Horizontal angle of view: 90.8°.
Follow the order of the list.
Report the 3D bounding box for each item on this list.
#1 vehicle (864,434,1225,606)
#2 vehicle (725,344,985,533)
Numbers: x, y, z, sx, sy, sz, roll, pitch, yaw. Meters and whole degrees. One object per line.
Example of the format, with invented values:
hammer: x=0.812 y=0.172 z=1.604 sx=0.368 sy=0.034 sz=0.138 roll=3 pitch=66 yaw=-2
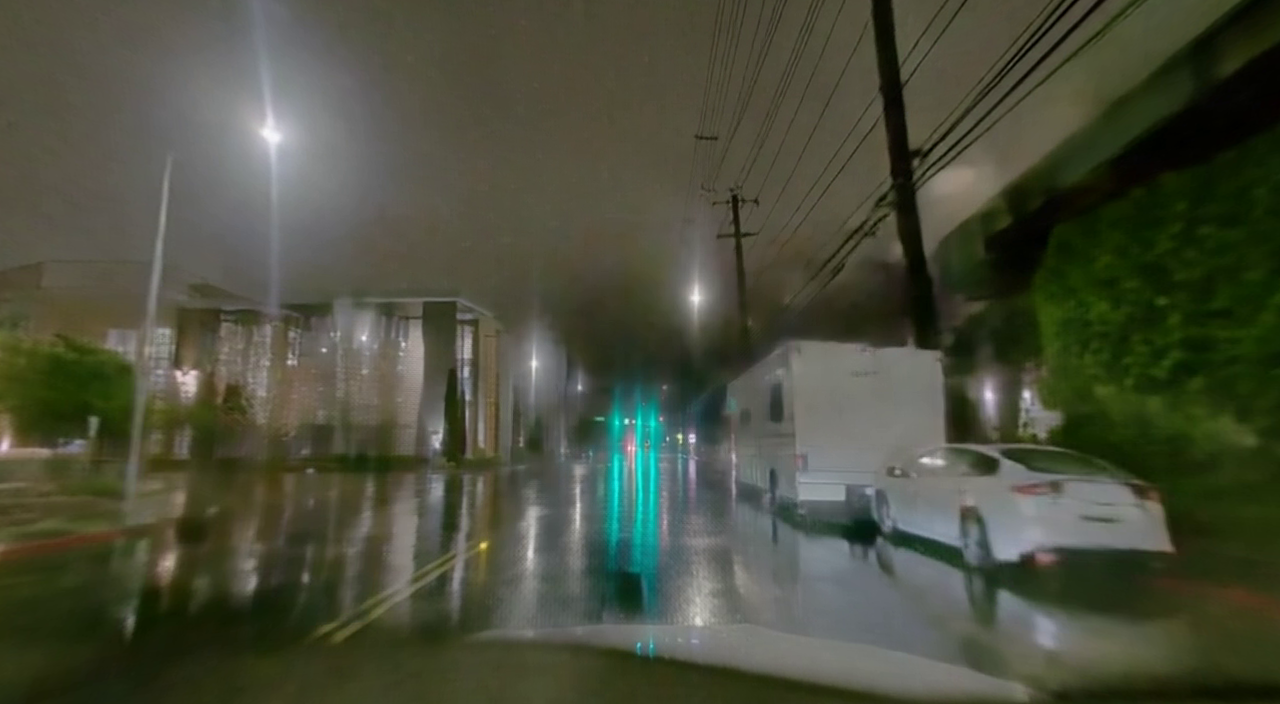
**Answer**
vehicle: x=4.422 y=1.835 z=7.750 sx=1.852 sy=1.497 sz=3.672 roll=-2 pitch=-8 yaw=-2
vehicle: x=4.253 y=2.117 z=15.263 sx=3.110 sy=3.241 sz=8.788 roll=0 pitch=-9 yaw=-1
